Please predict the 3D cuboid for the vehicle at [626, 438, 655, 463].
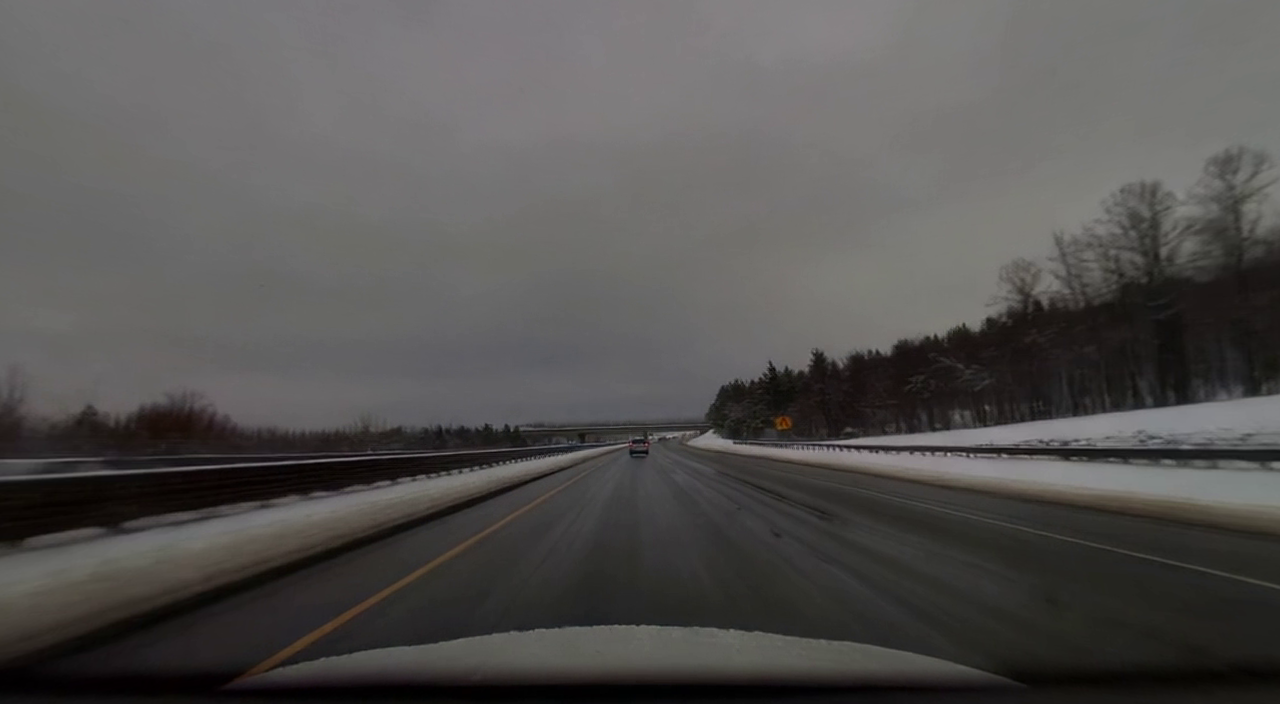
[{"bbox_3d":[0.021,7.304,46.793,2.059,1.696,4.165,0,-8,-1],"label":"vehicle"}]
